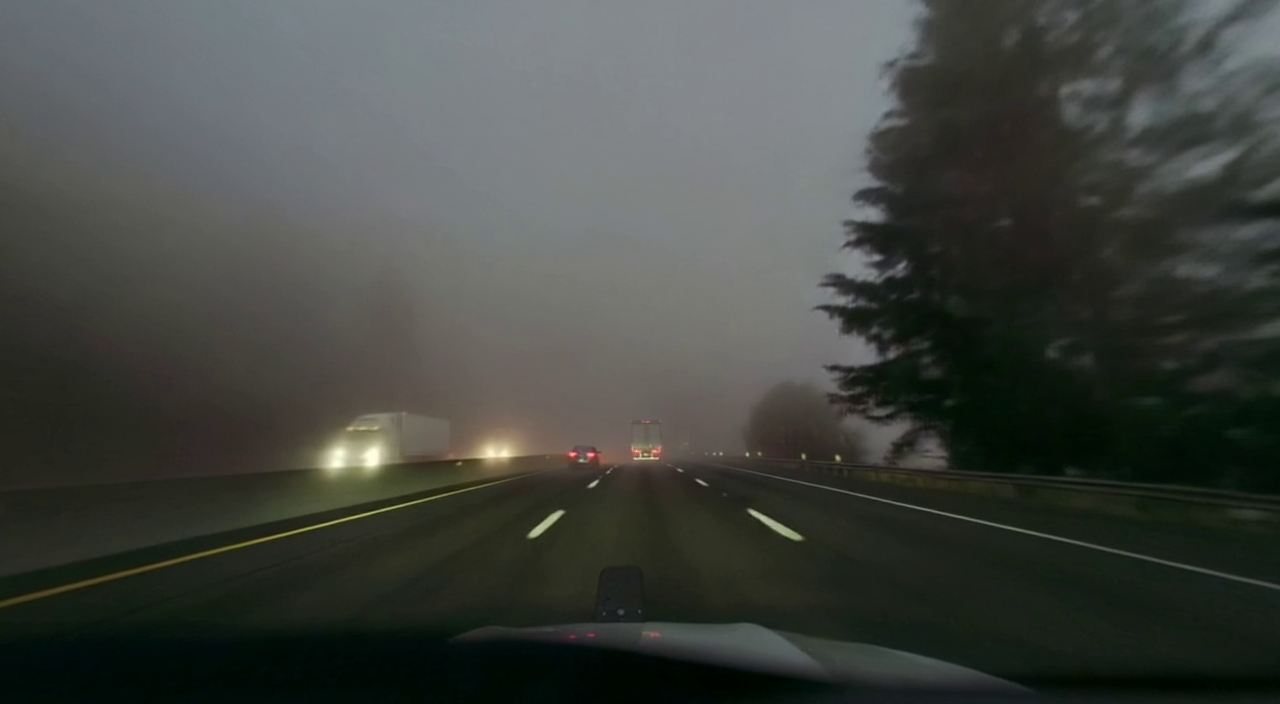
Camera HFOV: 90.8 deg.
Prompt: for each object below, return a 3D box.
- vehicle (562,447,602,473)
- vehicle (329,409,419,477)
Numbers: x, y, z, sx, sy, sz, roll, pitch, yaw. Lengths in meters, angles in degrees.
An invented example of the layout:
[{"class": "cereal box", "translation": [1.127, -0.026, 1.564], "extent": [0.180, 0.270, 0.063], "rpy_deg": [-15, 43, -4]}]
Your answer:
[{"class": "vehicle", "translation": [-3.400, 6.390, 37.478], "extent": [1.955, 1.438, 4.100], "rpy_deg": [0, -9, 0]}, {"class": "vehicle", "translation": [-16.428, 5.718, 39.463], "extent": [2.942, 3.882, 5.832], "rpy_deg": [-1, -9, 1]}]
